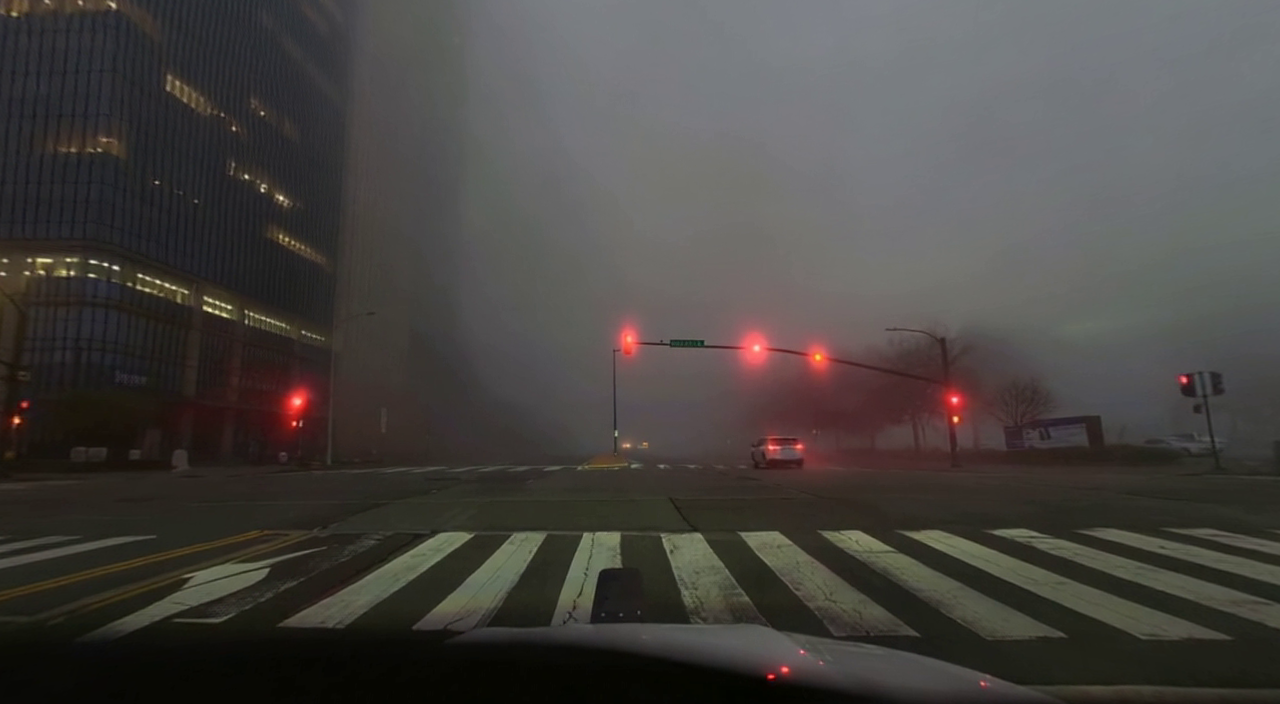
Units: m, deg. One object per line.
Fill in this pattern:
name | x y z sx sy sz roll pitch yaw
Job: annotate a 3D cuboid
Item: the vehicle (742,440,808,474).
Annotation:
vehicle | 6.290 4.955 29.940 1.988 1.466 4.529 0 -8 -2
